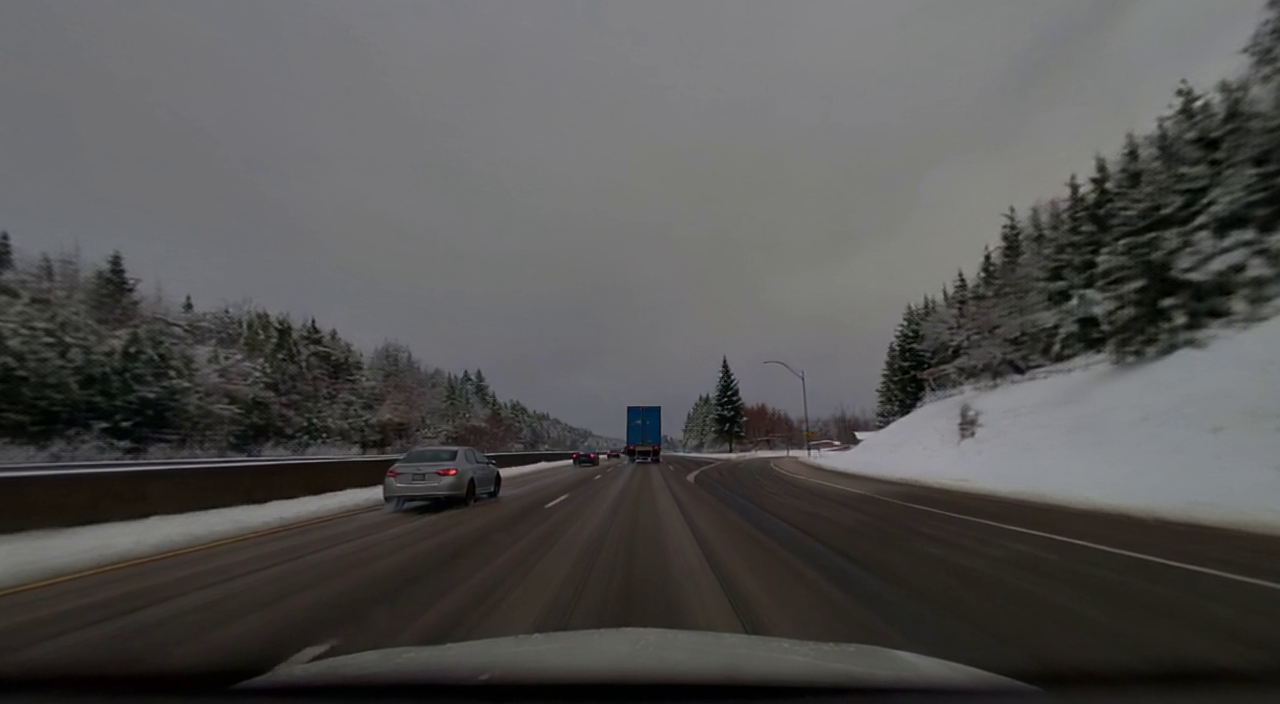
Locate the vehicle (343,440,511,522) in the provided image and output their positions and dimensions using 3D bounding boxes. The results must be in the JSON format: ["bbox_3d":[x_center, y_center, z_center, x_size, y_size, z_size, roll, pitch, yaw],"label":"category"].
[{"bbox_3d":[-4.280,2.660,13.536,2.010,1.461,4.391,0,-9,1],"label":"vehicle"}]

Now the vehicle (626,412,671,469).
[{"bbox_3d":[0.599,6.406,44.978,2.893,3.628,9.081,0,-9,1],"label":"vehicle"}]

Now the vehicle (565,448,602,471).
[{"bbox_3d":[-3.669,7.044,41.583,1.981,1.435,4.199,0,-9,1],"label":"vehicle"}]
